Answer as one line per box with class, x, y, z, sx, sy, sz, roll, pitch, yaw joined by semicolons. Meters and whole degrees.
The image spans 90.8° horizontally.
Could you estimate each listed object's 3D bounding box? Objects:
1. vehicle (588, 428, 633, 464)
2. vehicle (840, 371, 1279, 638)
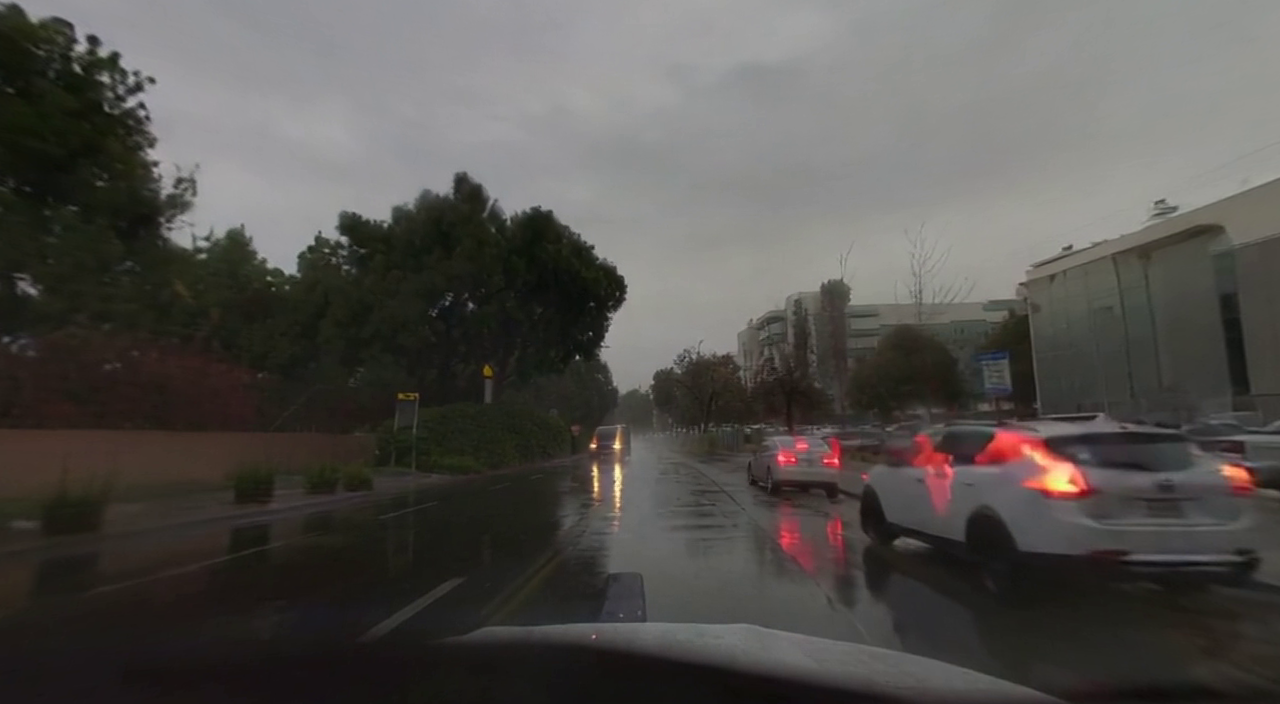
vehicle;-2.077;7.055;47.300;2.788;2.451;7.130;0;-8;2
vehicle;3.994;1.344;6.606;2.270;1.749;4.792;0;-8;1
